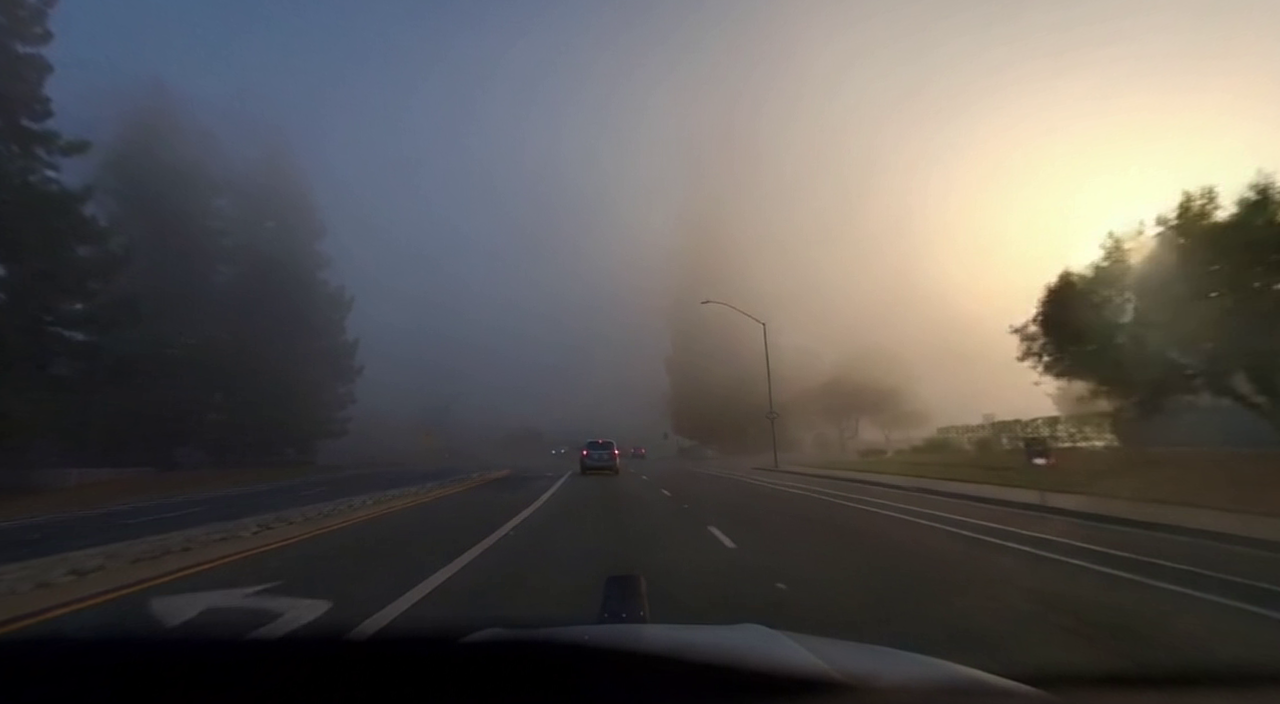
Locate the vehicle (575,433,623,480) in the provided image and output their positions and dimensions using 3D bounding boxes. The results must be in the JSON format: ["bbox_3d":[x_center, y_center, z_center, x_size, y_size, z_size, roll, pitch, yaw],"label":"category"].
[{"bbox_3d":[-1.950,4.857,29.362,2.072,2.002,4.391,1,-9,-4],"label":"vehicle"}]
